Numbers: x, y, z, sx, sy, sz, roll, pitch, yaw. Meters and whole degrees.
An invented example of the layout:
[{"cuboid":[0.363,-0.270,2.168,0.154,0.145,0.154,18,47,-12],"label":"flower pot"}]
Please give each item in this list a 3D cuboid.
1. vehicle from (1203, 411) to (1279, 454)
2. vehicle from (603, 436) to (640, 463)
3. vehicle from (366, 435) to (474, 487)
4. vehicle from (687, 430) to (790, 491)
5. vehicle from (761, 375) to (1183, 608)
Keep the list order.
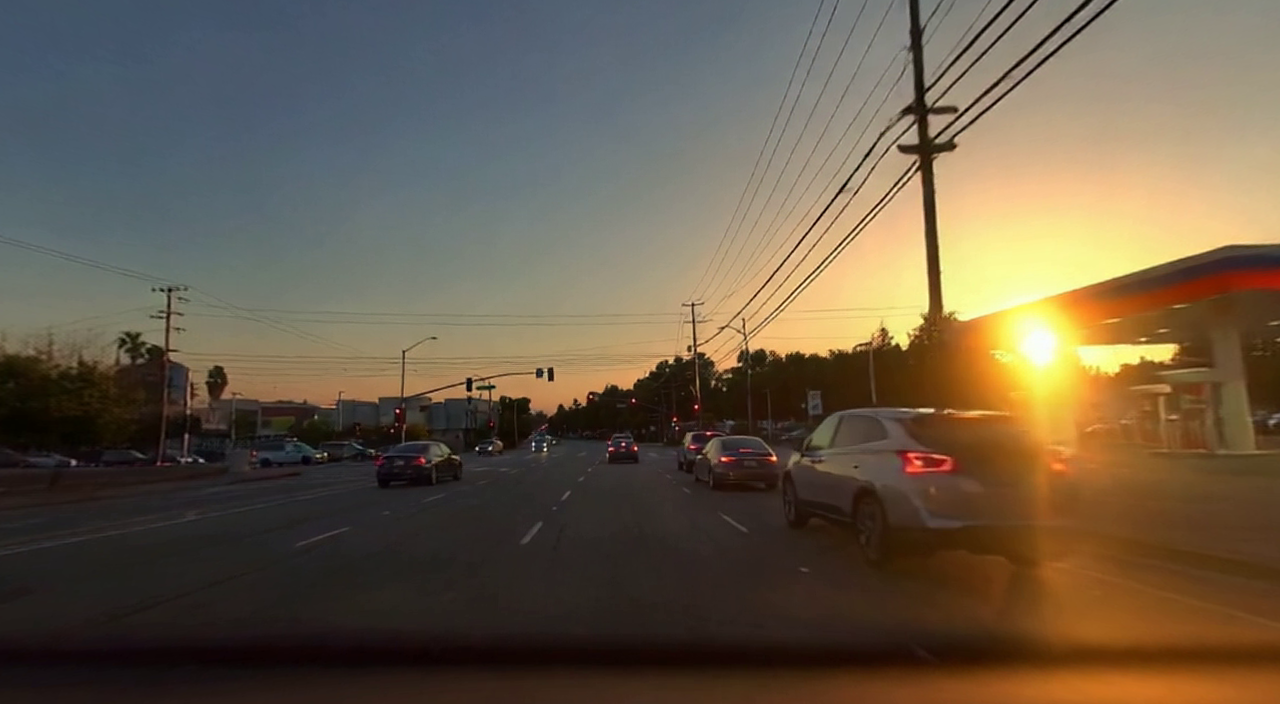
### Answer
[{"cuboid":[24.252,3.083,24.038,1.850,1.549,3.930,0,-9,-3],"label":"vehicle"},{"cuboid":[-1.137,5.742,37.478,2.065,1.484,3.894,0,-8,-2],"label":"vehicle"},{"cuboid":[-6.917,3.452,20.404,2.075,1.470,4.190,0,-8,-1],"label":"vehicle"},{"cuboid":[2.593,2.991,17.780,1.945,1.470,4.363,0,-8,-4],"label":"vehicle"},{"cuboid":[3.131,1.452,7.573,2.124,1.824,4.973,0,-8,-3],"label":"vehicle"}]
